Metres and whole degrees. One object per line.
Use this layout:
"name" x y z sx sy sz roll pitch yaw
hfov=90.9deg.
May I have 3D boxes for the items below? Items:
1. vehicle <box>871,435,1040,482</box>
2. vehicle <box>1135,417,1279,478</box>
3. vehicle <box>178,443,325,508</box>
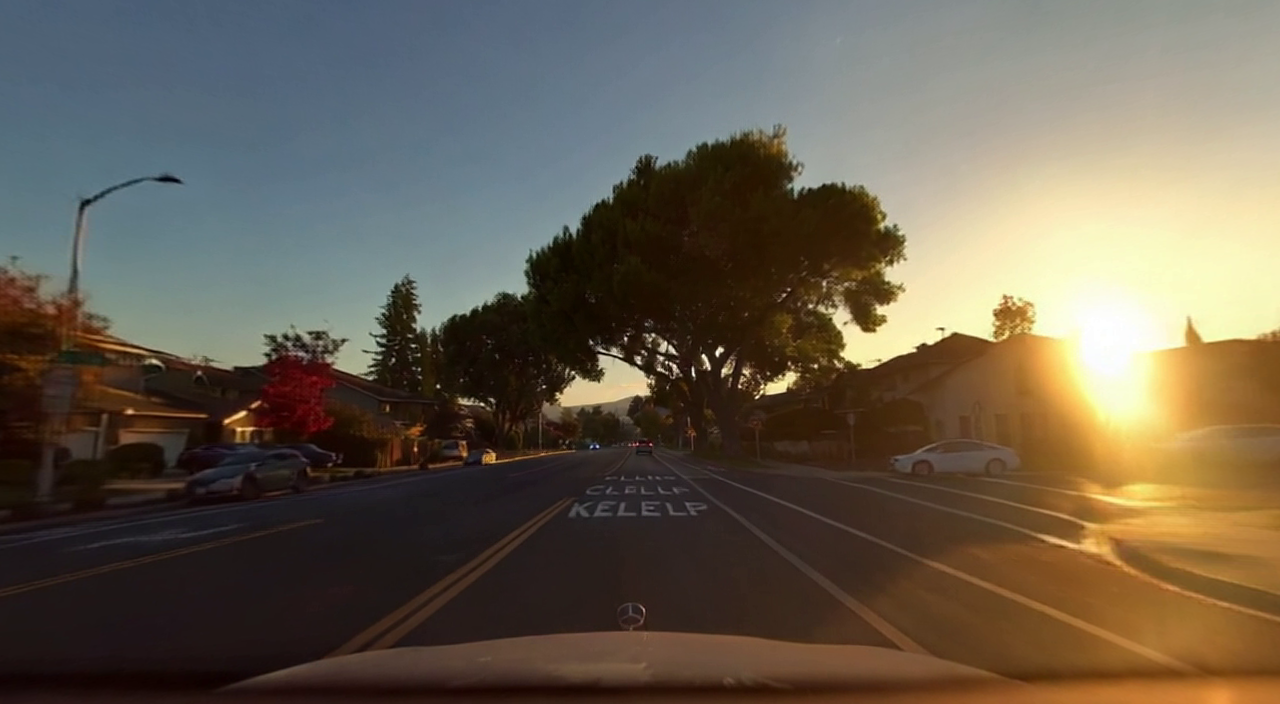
"vehicle" 10.864 3.702 22.125 4.818 1.525 2.163 -1 -9 9
"vehicle" 19.577 3.106 20.566 4.754 1.844 2.272 -1 -9 5
"vehicle" -12.546 3.966 20.758 1.965 1.653 4.488 -3 -6 1
